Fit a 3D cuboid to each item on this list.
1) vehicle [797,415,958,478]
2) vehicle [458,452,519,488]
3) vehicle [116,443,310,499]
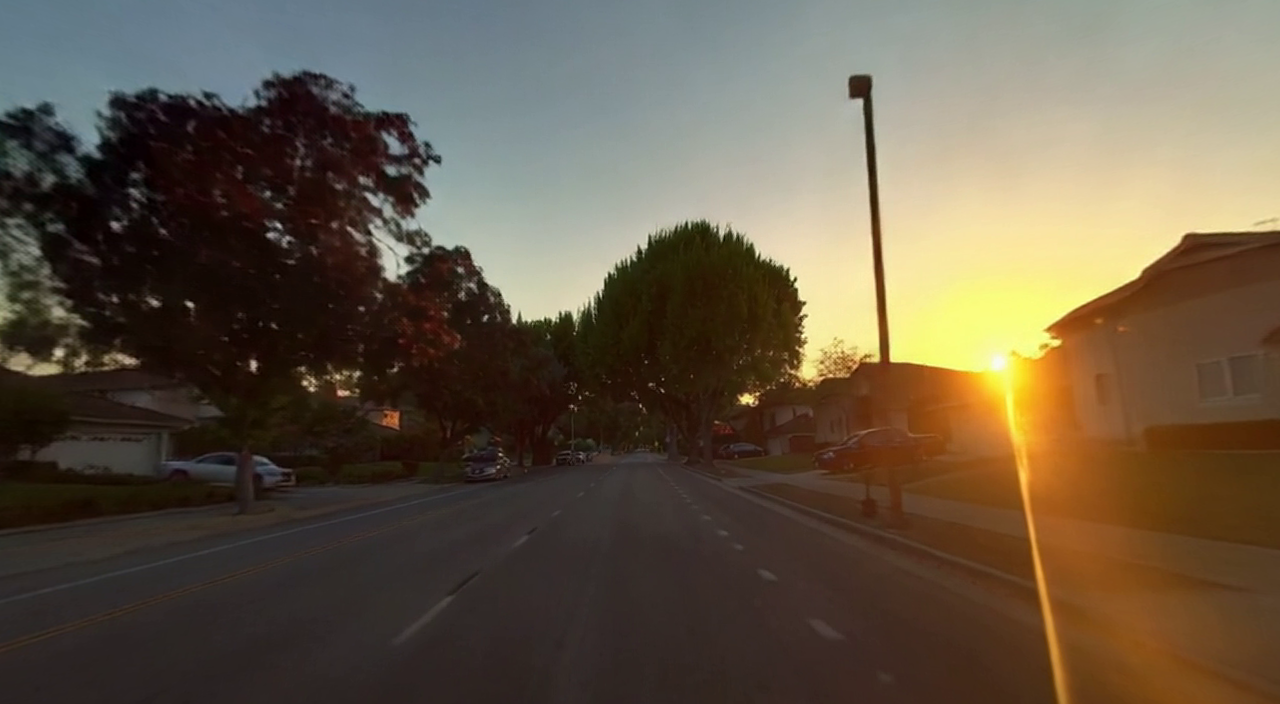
[{"bbox_3d":[8.967,3.624,24.202,5.221,1.958,1.992,-4,-9,0],"label":"vehicle"},{"bbox_3d":[-7.668,6.010,32.436,1.973,1.500,4.781,-5,-9,-2],"label":"vehicle"},{"bbox_3d":[-14.261,3.992,21.376,4.995,1.760,1.988,0,-9,-2],"label":"vehicle"}]
